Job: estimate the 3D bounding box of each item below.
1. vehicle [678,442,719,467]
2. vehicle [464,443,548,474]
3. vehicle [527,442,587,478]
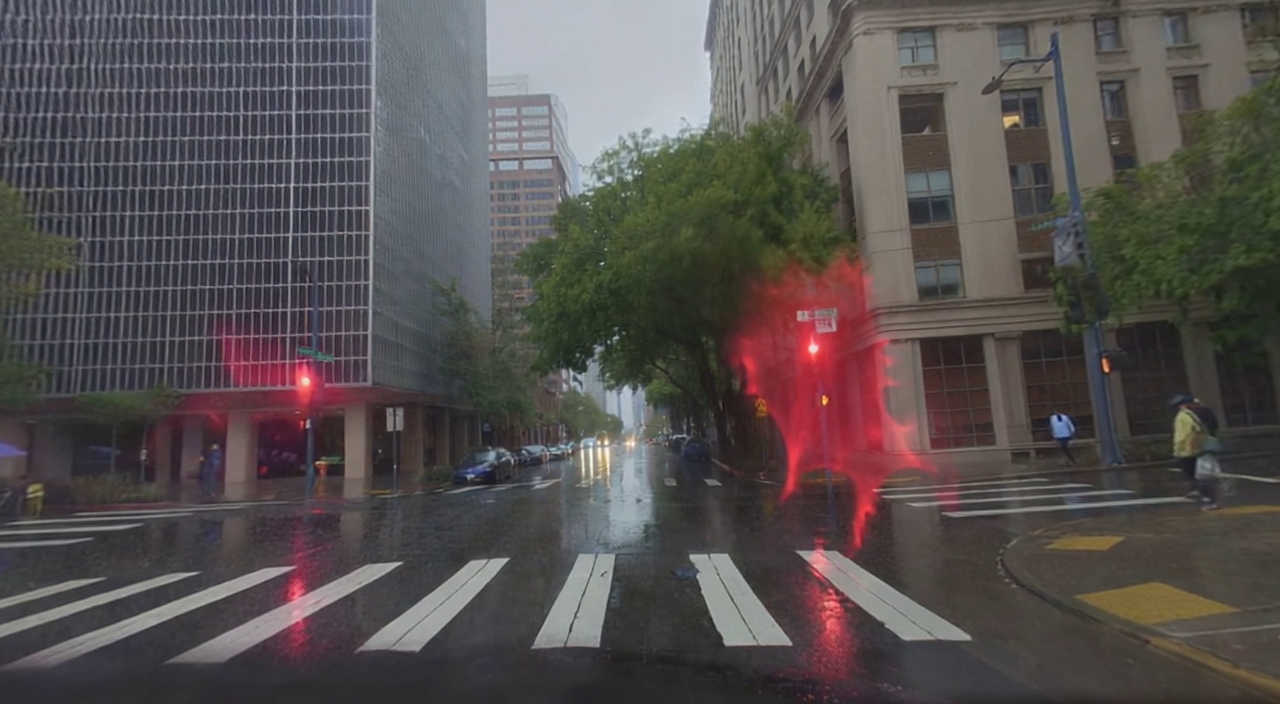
[{"bbox_3d":[3.544,6.276,38.857,1.853,1.426,4.160,1,-8,-3],"label":"vehicle"},{"bbox_3d":[-8.020,6.362,38.015,4.526,1.726,1.963,8,-12,-44],"label":"vehicle"},{"bbox_3d":[-3.666,4.846,28.633,1.989,1.481,4.500,0,-8,1],"label":"vehicle"}]
